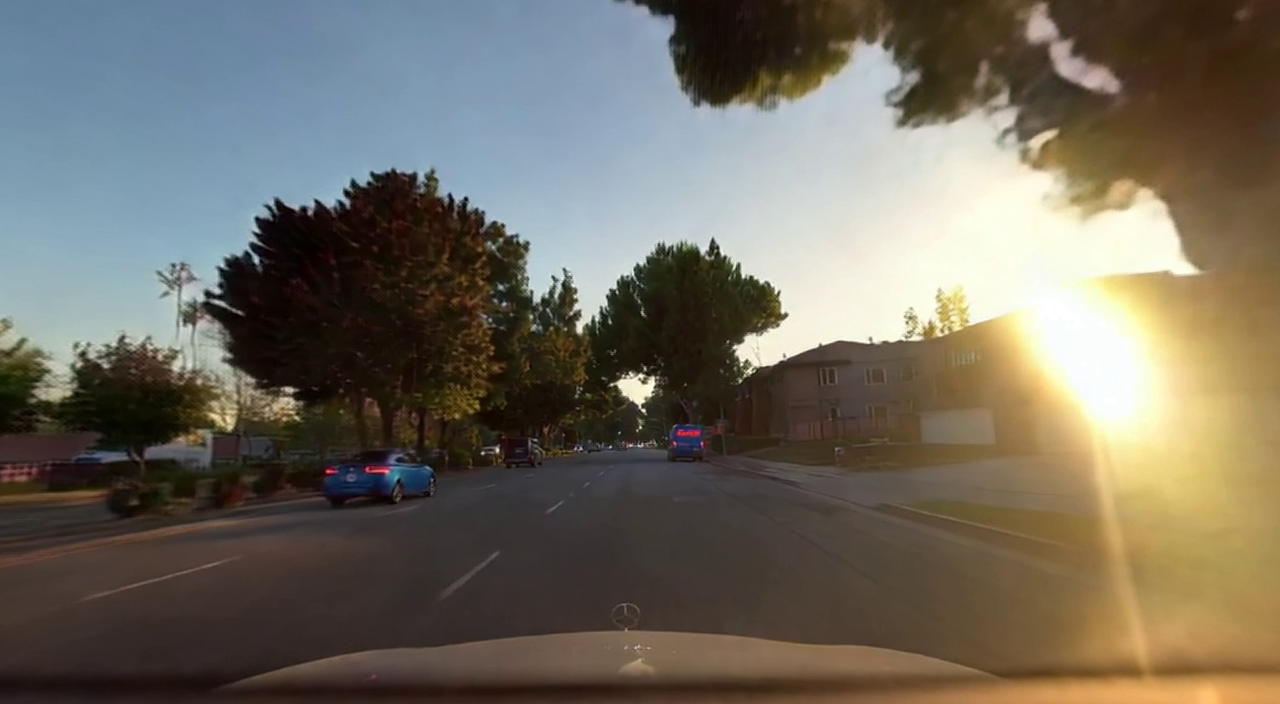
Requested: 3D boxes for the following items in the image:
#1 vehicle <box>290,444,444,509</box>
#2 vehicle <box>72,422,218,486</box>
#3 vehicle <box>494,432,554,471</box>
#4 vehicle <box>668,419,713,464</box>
[{"bbox_3d":[-6.848,3.142,16.470,1.970,1.456,4.441,0,-9,1],"label":"vehicle"},{"bbox_3d":[-34.347,7.142,44.515,2.781,3.955,8.836,-1,-9,2],"label":"vehicle"},{"bbox_3d":[-6.664,5.796,36.886,2.332,2.039,5.678,0,-9,1],"label":"vehicle"},{"bbox_3d":[3.477,6.369,44.839,2.791,3.026,4.668,0,-9,0],"label":"vehicle"}]
